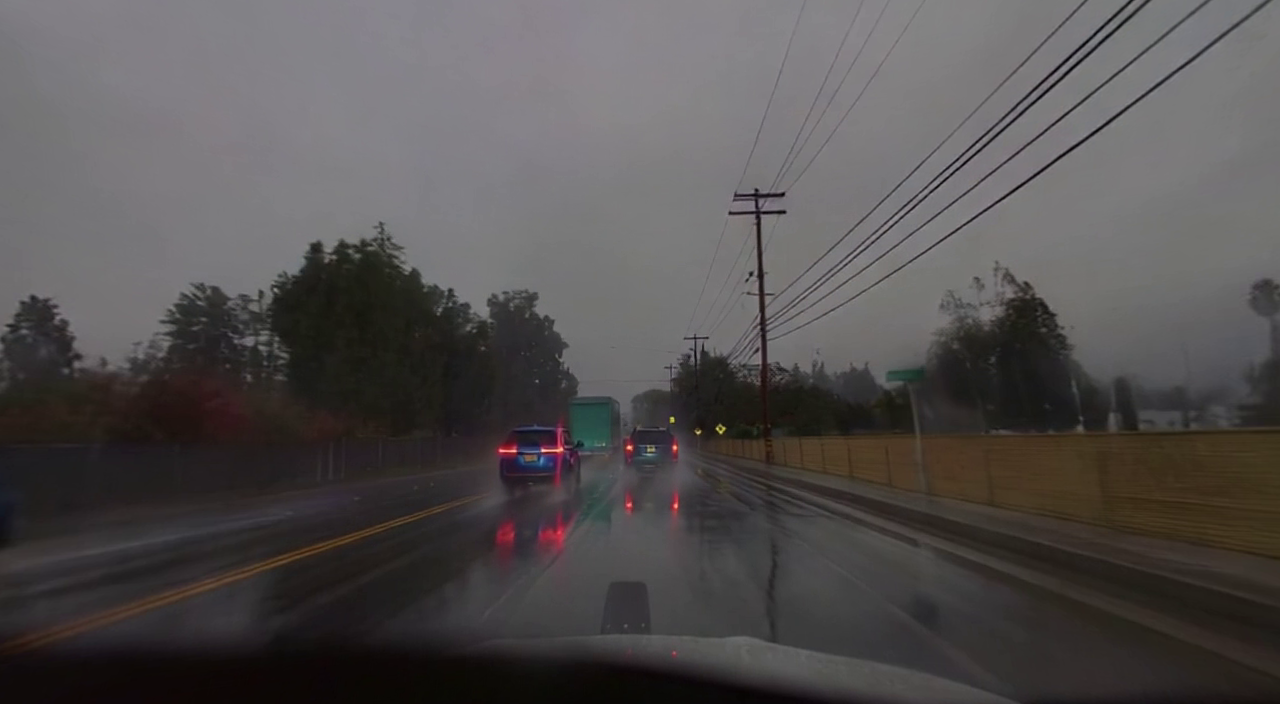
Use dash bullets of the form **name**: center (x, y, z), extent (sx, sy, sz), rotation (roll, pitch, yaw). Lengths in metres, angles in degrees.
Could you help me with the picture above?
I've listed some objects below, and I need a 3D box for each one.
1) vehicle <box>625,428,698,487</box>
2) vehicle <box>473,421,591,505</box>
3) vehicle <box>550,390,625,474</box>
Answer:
- **vehicle**: center (0.674, 3.445, 20.852), extent (2.174, 1.749, 4.113), rotation (0, -9, 1)
- **vehicle**: center (-2.566, 2.803, 16.254), extent (2.093, 1.832, 4.508), rotation (0, -9, 2)
- **vehicle**: center (-2.405, 4.299, 32.942), extent (2.928, 3.658, 10.953), rotation (0, -9, 0)
